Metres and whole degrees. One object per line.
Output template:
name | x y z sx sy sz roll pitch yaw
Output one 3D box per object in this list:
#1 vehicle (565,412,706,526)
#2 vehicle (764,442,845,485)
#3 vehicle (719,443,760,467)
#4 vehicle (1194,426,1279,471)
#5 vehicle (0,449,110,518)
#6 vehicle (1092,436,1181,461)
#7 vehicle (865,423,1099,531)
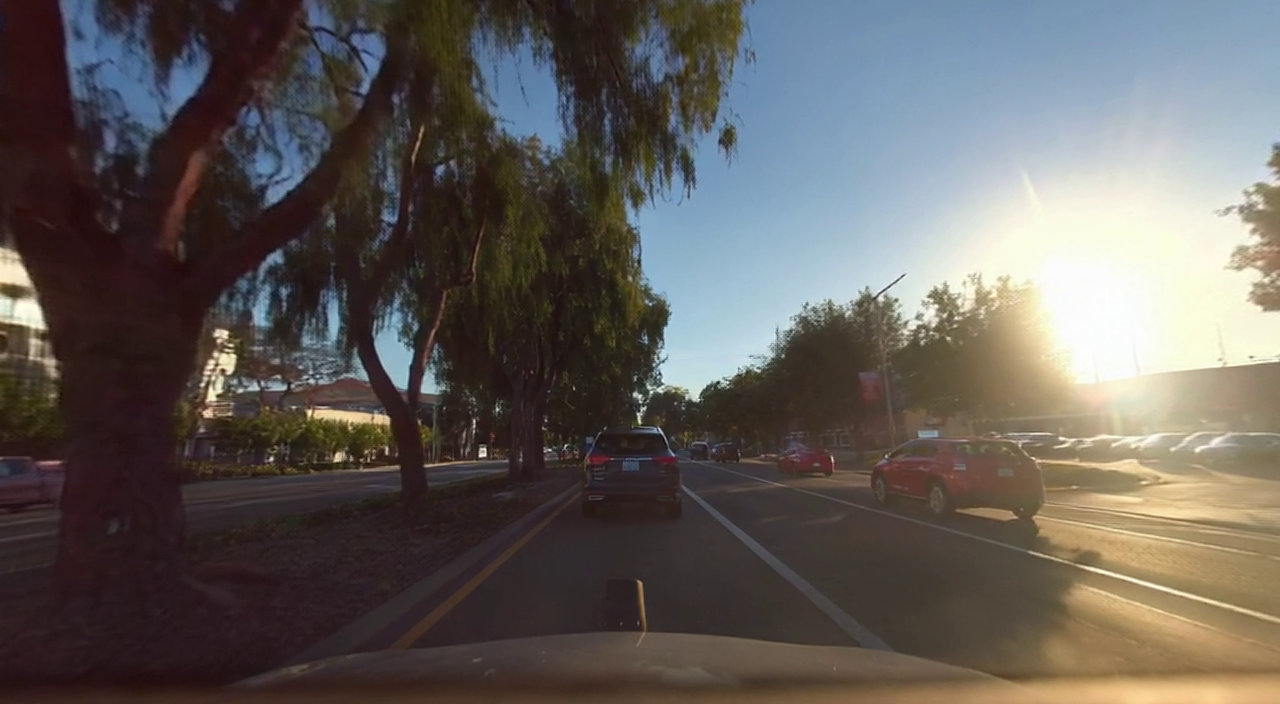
vehicle | -0.088 2.253 12.620 2.320 1.880 4.192 0 -9 -1
vehicle | 6.462 4.422 25.406 2.035 1.553 4.465 0 -9 0
vehicle | 6.550 6.825 42.086 1.914 1.523 4.287 0 -9 -2
vehicle | 27.248 4.245 27.797 1.878 1.838 4.118 0 -9 0
vehicle | -19.246 3.864 18.793 2.302 1.939 5.221 0 -9 1
vehicle | 33.224 6.474 42.454 1.959 1.580 4.873 0 -9 0
vehicle | 6.259 2.332 12.352 2.056 1.703 4.428 0 -9 0
